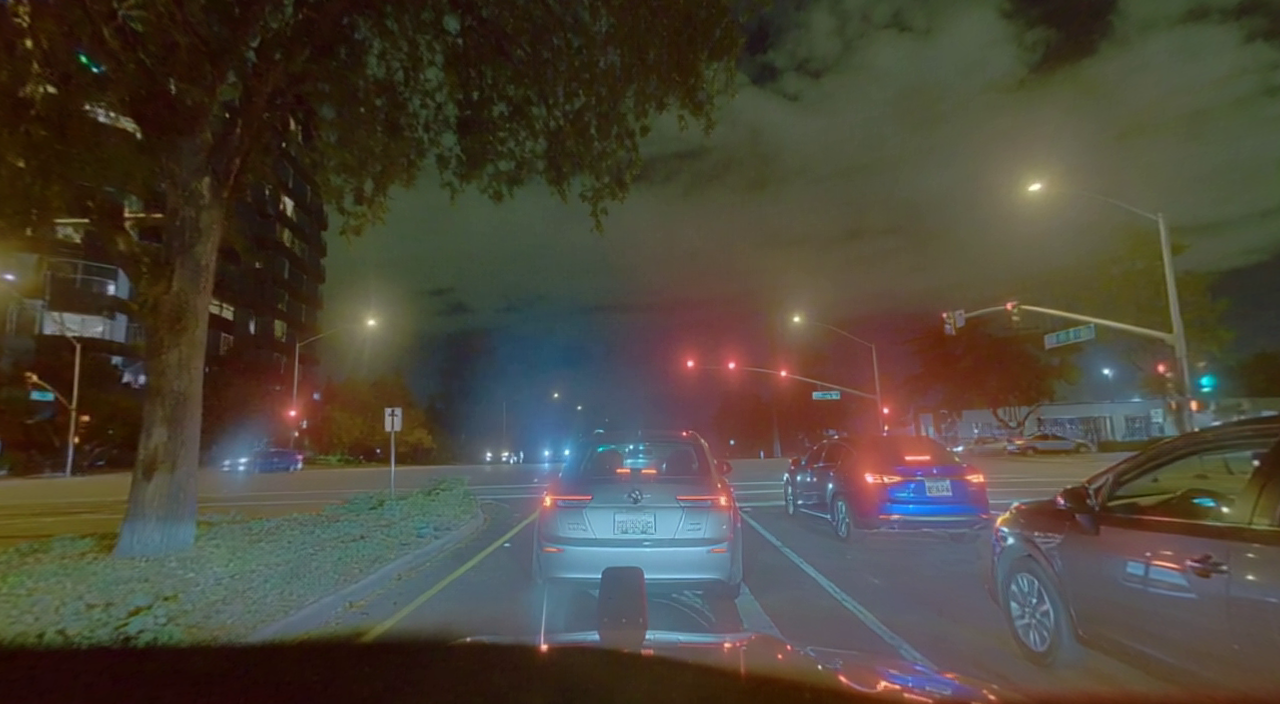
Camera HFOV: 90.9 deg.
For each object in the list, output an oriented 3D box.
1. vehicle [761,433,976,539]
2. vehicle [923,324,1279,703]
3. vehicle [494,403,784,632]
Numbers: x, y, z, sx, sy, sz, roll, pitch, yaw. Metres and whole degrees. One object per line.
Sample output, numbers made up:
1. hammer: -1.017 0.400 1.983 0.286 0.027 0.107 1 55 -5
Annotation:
1. vehicle: 3.687 2.254 11.295 2.054 1.482 4.654 0 -9 -1
2. vehicle: 3.720 0.930 3.426 2.162 1.829 4.519 0 -9 -1
3. vehicle: -0.023 1.477 6.511 2.074 1.631 3.793 0 -9 0
